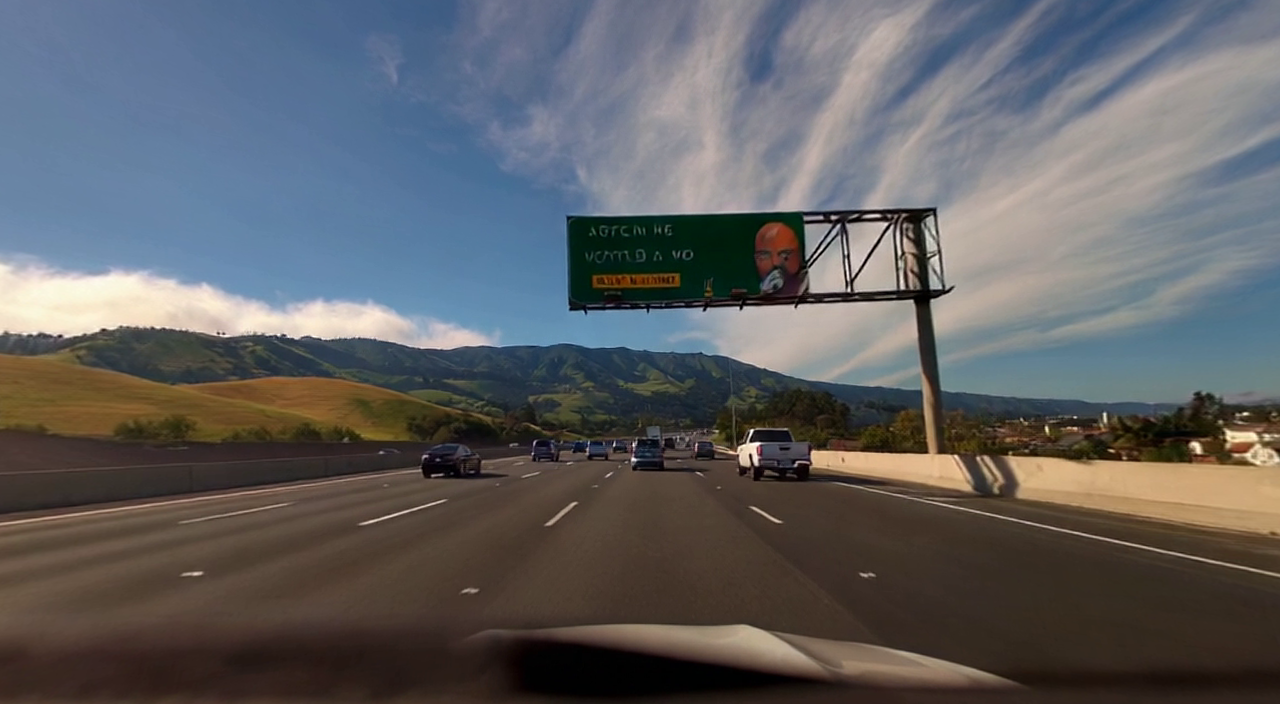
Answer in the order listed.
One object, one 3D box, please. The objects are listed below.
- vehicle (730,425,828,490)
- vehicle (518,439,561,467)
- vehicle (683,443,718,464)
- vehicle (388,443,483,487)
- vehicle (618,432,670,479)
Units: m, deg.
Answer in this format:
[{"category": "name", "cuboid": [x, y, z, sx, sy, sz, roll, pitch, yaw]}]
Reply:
[{"category": "vehicle", "cuboid": [4.372, 3.409, 20.674, 2.029, 1.859, 4.669, 0, -8, -1]}, {"category": "vehicle", "cuboid": [-6.909, 7.017, 43.990, 2.160, 1.799, 5.001, 0, -8, 0]}, {"category": "vehicle", "cuboid": [4.306, 7.271, 45.385, 1.998, 1.456, 4.338, 0, -8, -1]}, {"category": "vehicle", "cuboid": [-7.587, 4.216, 23.967, 1.916, 1.482, 4.908, 0, -8, 0]}, {"category": "vehicle", "cuboid": [0.154, 4.412, 27.102, 2.052, 1.808, 3.898, 0, -8, 0]}]
